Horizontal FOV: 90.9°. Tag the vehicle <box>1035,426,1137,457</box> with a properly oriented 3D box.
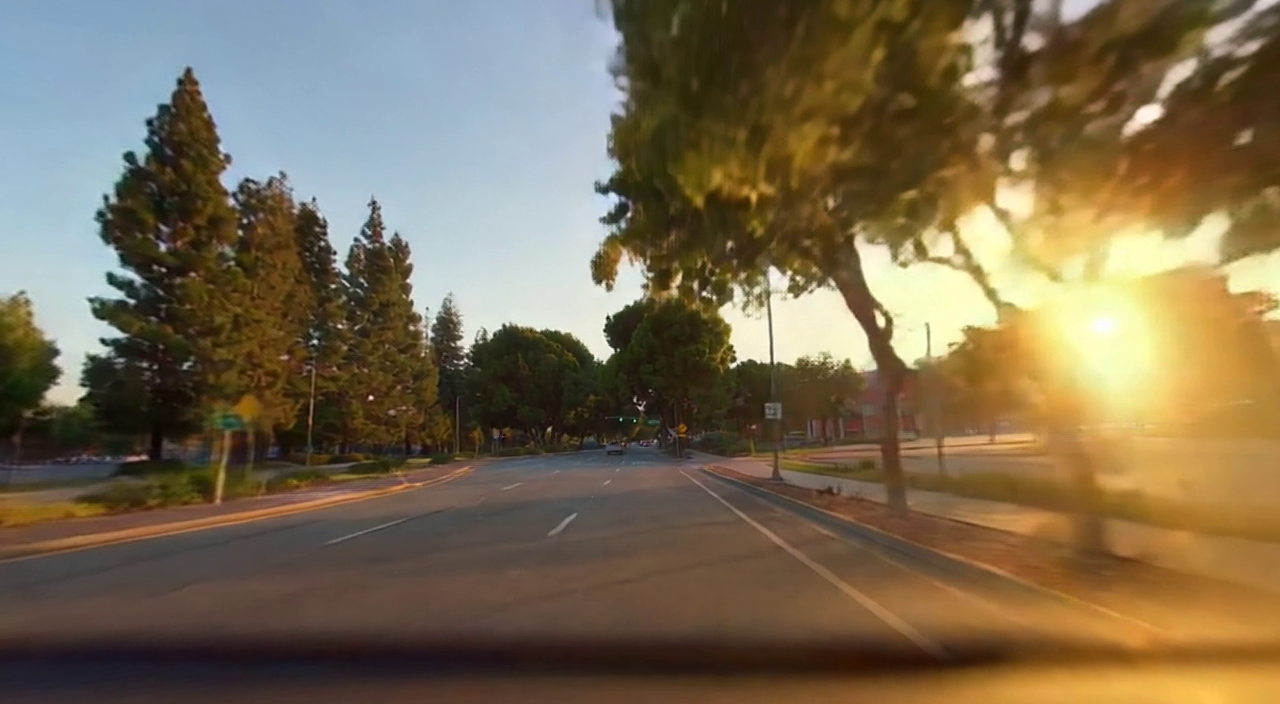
[{"bbox_3d":[25.922,5.214,36.758,4.384,1.682,1.866,-1,-9,2],"label":"vehicle"}]
